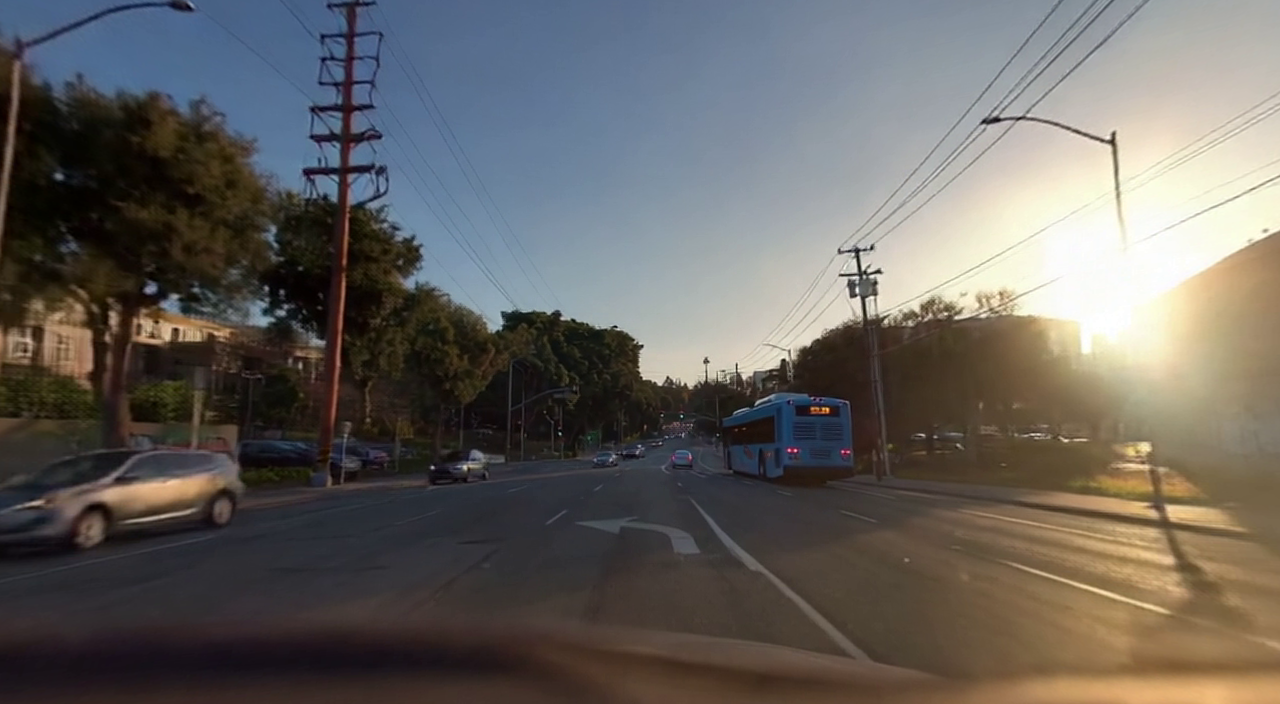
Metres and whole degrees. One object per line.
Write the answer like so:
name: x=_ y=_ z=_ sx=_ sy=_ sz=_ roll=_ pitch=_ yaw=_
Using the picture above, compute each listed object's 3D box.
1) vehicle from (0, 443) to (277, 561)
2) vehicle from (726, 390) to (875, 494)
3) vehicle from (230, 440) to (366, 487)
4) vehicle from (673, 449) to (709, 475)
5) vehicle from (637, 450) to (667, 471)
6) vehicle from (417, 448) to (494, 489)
vehicle: x=-9.217 y=2.502 z=11.534 sx=2.011 sy=1.672 sz=4.637 roll=-1 pitch=-8 yaw=7
vehicle: x=6.176 y=3.878 z=27.306 sx=3.045 sy=3.447 sz=12.604 roll=0 pitch=-8 yaw=-1
vehicle: x=-14.703 y=4.801 z=27.480 sx=4.719 sy=1.903 sz=2.051 roll=2 pitch=-8 yaw=-12
vehicle: x=3.167 y=6.901 z=39.876 sx=1.961 sy=1.470 sz=4.196 roll=0 pitch=-8 yaw=0
vehicle: x=0.878 y=8.240 z=48.195 sx=2.016 sy=1.464 sz=4.089 roll=0 pitch=-8 yaw=-2
vehicle: x=-8.321 y=5.262 z=28.948 sx=2.017 sy=1.659 sz=4.405 roll=0 pitch=-8 yaw=3
